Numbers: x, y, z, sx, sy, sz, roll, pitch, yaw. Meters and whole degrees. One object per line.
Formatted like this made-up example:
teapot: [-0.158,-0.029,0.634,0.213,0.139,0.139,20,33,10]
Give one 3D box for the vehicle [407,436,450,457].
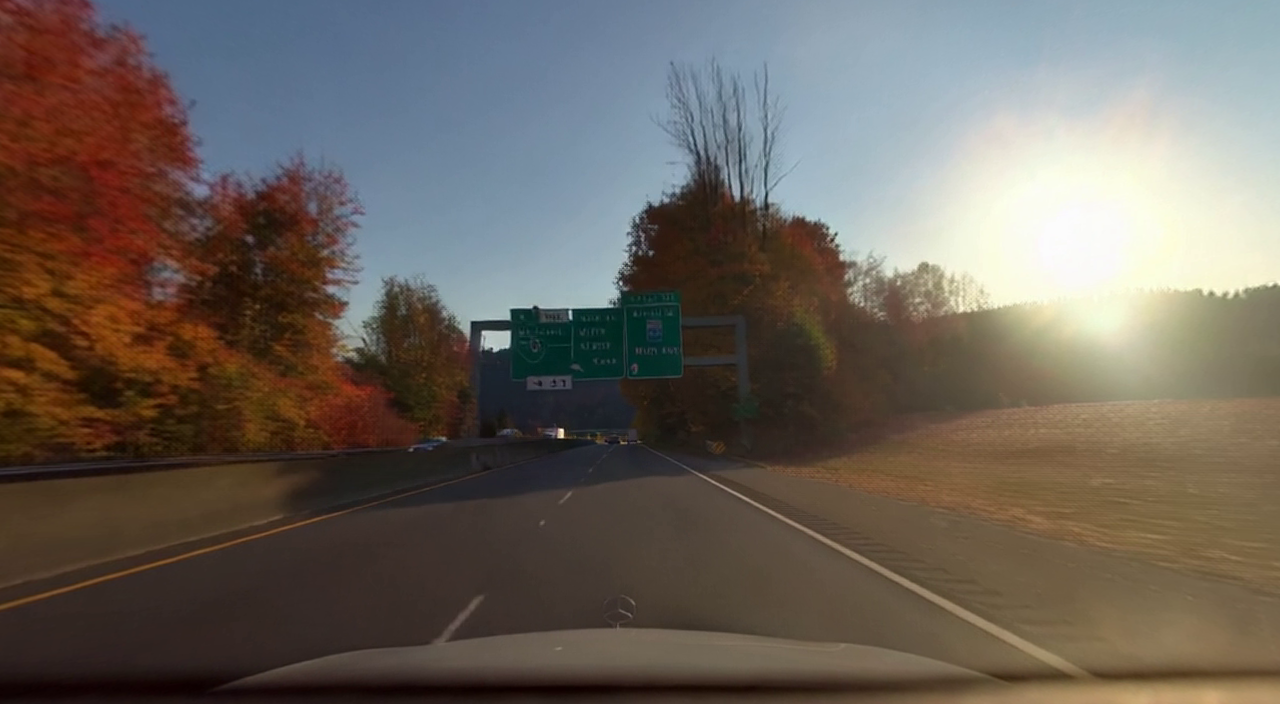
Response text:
vehicle: [-15.598,6.970,46.542,1.836,1.507,4.073,0,-8,-1]
